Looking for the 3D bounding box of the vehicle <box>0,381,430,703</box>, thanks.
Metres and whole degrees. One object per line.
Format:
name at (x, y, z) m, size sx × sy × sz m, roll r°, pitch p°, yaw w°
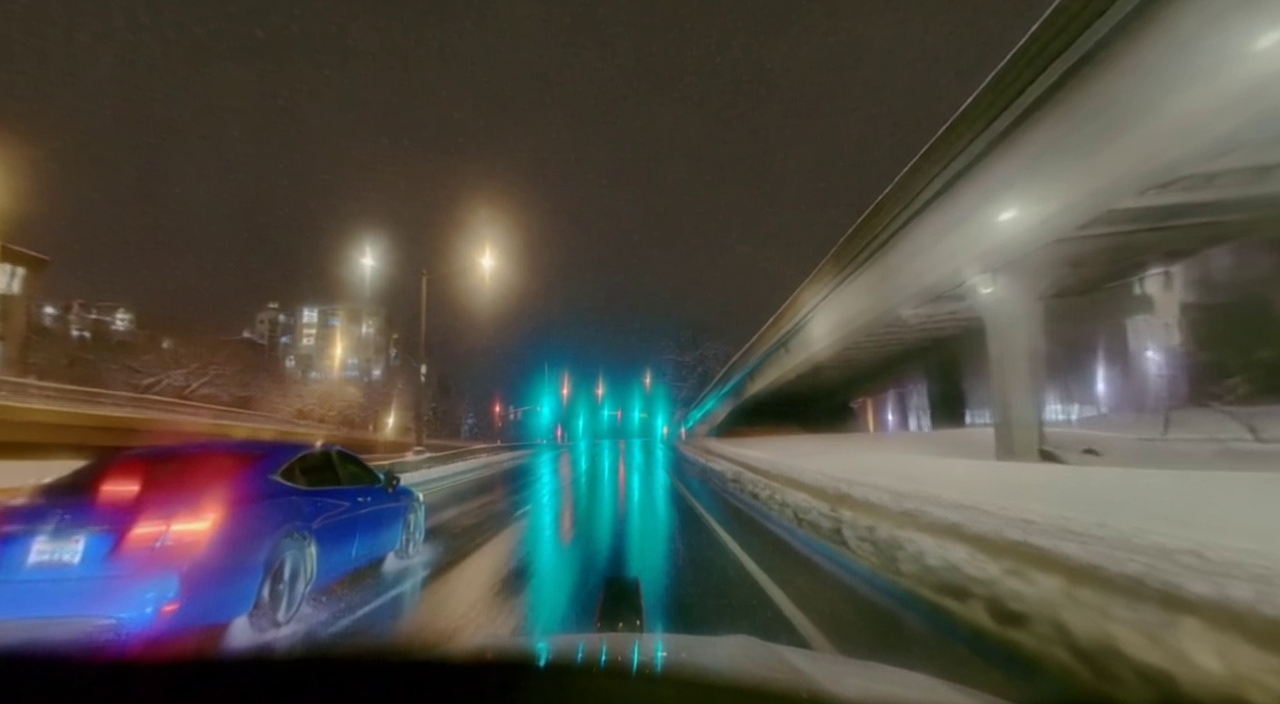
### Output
vehicle at (-3.071, 1.118, 3.877) m, size 2.041 × 1.470 × 4.290 m, roll 0°, pitch -9°, yaw 1°
